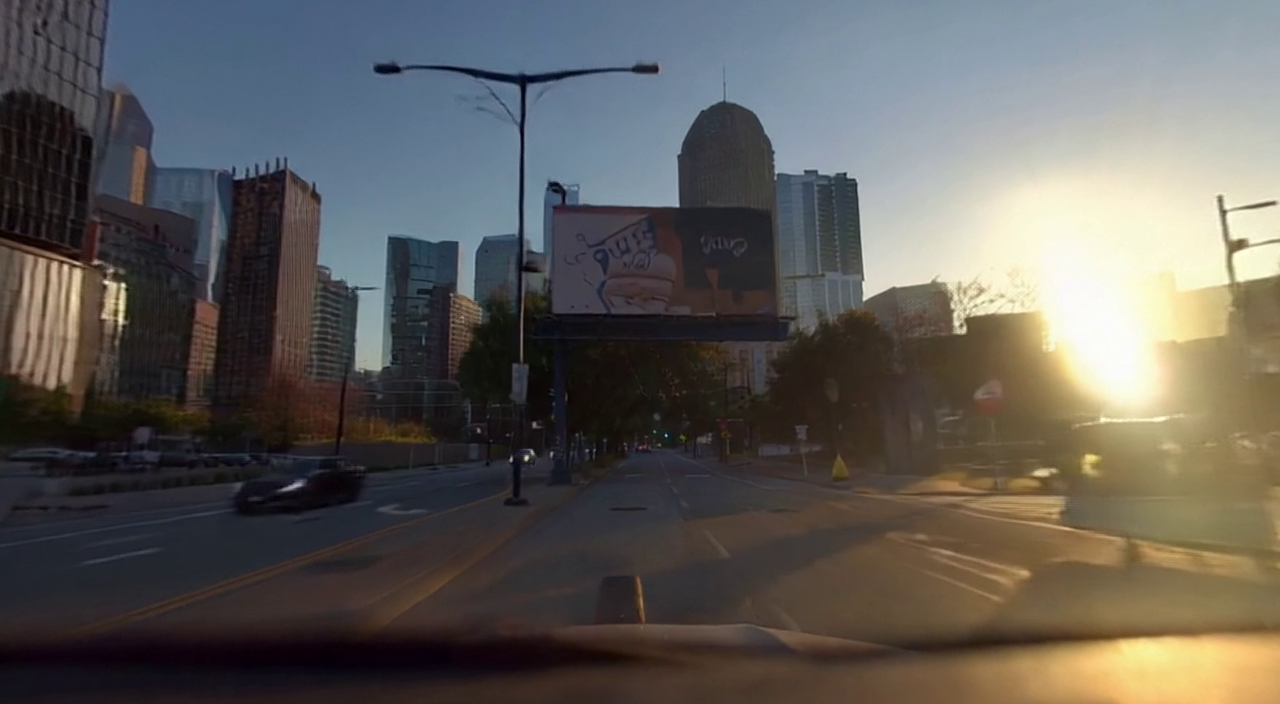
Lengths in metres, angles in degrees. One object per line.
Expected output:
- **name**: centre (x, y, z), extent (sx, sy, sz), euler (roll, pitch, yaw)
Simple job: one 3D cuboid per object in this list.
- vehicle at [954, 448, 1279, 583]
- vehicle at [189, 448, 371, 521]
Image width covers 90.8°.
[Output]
- **vehicle**: centre (6.900, 2.120, 9.092), extent (2.675, 1.452, 4.213), euler (-1, -9, 2)
- **vehicle**: centre (-8.651, 3.171, 15.751), extent (1.905, 1.533, 4.419), euler (-1, -9, 0)
